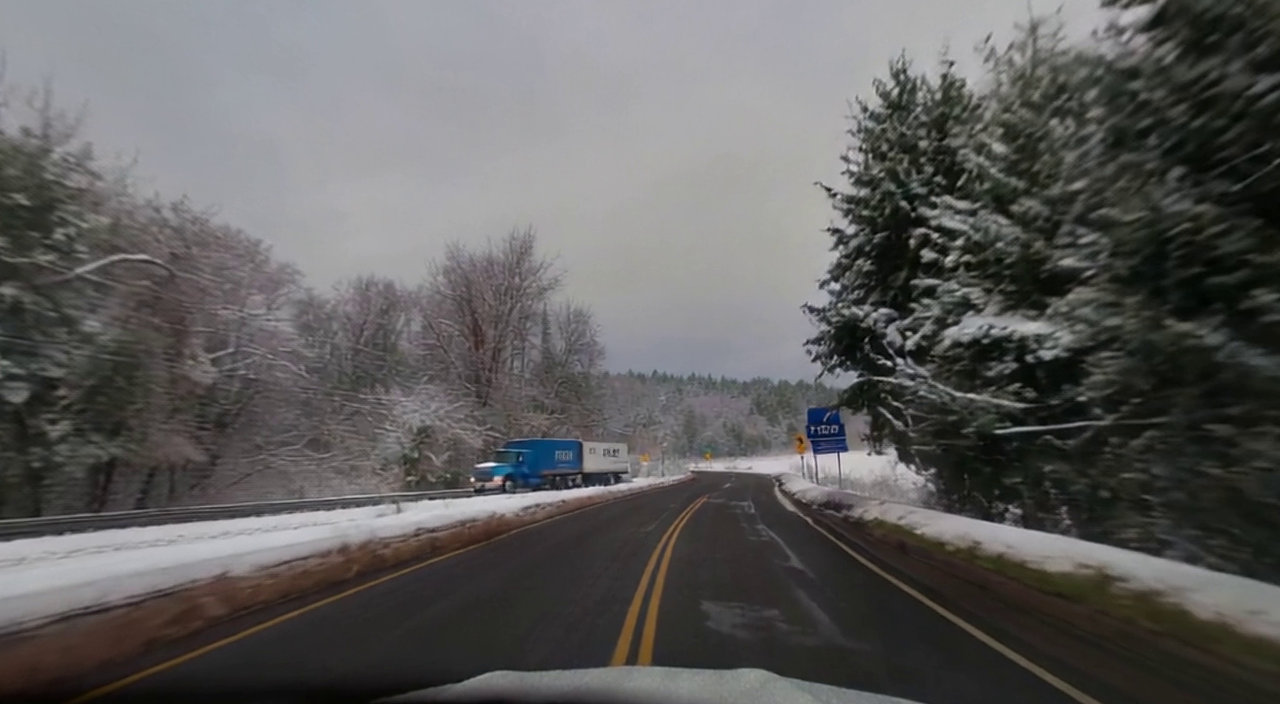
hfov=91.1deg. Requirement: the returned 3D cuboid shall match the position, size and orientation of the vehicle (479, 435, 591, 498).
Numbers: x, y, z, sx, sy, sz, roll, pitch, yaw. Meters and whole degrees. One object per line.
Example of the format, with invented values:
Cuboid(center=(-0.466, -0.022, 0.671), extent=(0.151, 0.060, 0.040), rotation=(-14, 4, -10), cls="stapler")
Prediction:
Cuboid(center=(-7.771, 8.825, 48.460), extent=(2.952, 4.284, 9.811), rotation=(-6, -12, 29), cls="vehicle")
